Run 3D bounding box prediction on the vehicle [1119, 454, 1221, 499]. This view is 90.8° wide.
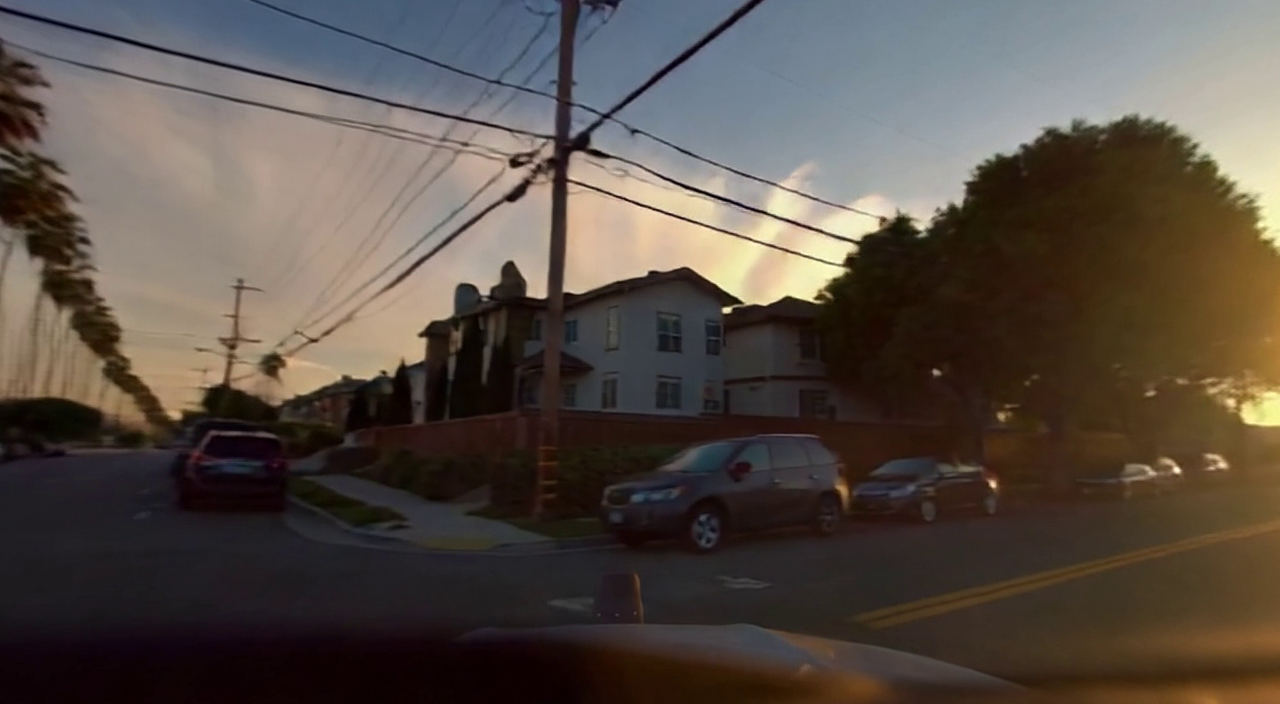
[{"bbox_3d":[21.494,4.950,25.538,4.761,1.553,2.039,6,-10,-37],"label":"vehicle"}]

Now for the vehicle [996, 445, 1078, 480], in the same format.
[{"bbox_3d":[23.132,6.350,36.712,5.443,1.836,2.232,6,-10,-38],"label":"vehicle"}]

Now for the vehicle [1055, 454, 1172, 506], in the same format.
[{"bbox_3d":[16.509,4.352,21.958,4.626,1.523,1.897,6,-10,-36],"label":"vehicle"}]

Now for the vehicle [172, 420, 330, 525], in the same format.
[{"bbox_3d":[-9.197,2.607,14.630,2.505,1.895,5.805,6,-10,-36],"label":"vehicle"}]

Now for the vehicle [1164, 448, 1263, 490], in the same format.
[{"bbox_3d":[26.555,5.371,29.209,5.191,1.746,1.985,6,-12,-33],"label":"vehicle"}]

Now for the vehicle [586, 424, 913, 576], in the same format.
[{"bbox_3d":[2.183,2.335,11.391,5.971,1.967,2.385,4,-9,-39],"label":"vehicle"}]

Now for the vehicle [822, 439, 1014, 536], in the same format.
[{"bbox_3d":[6.585,3.010,14.828,4.436,1.756,2.150,4,-7,-37],"label":"vehicle"}]

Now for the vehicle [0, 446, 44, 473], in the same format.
[{"bbox_3d":[-42.185,7.210,42.493,2.370,1.685,3.679,6,-9,-35],"label":"vehicle"}]
